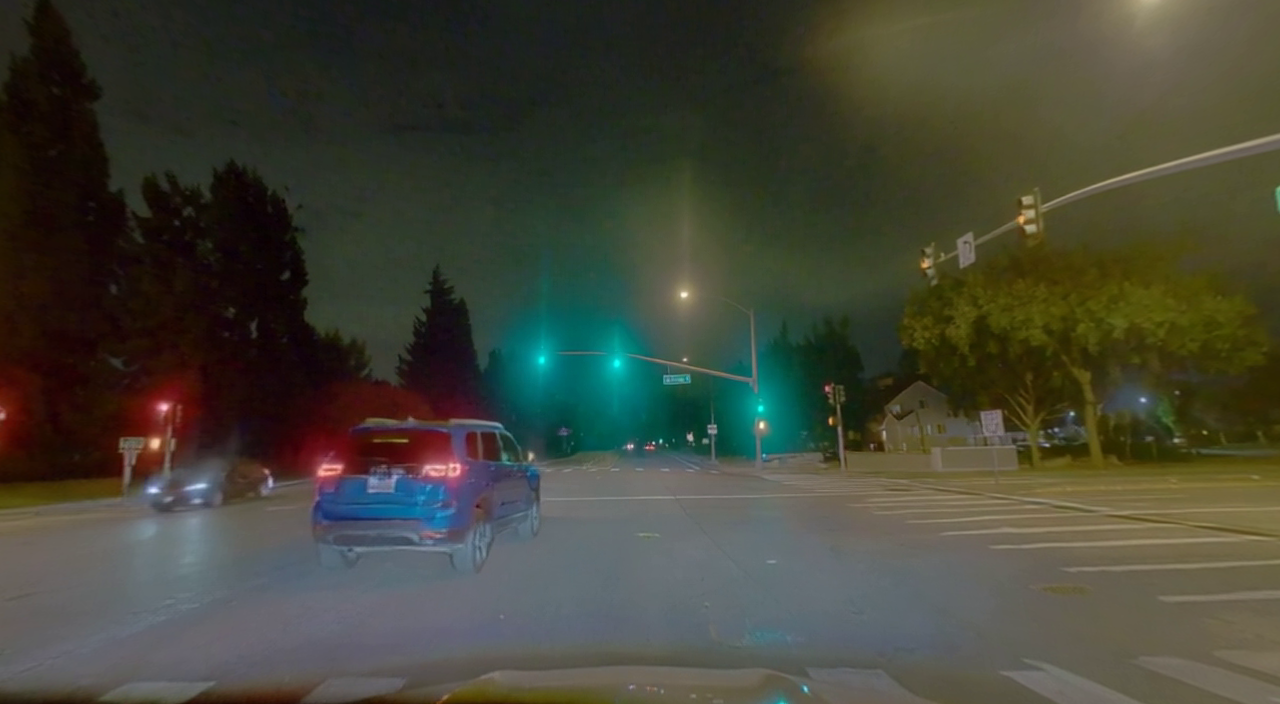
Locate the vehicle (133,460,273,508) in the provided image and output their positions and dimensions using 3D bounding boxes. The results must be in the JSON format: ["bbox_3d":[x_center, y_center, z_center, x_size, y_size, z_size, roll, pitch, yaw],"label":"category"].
[{"bbox_3d":[-16.030,4.829,23.478,2.028,1.455,4.421,-1,-8,1],"label":"vehicle"}]

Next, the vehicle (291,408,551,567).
[{"bbox_3d":[-2.839,1.876,9.517,2.123,1.799,4.425,-1,-8,3],"label":"vehicle"}]
